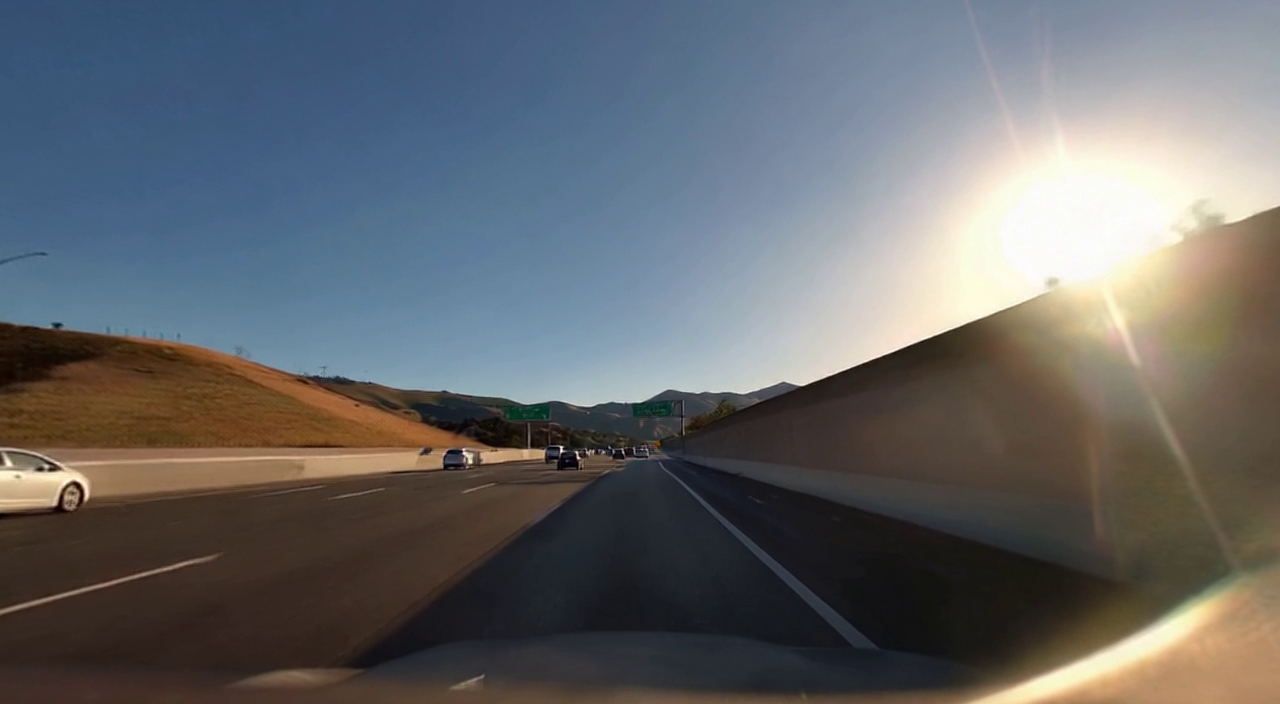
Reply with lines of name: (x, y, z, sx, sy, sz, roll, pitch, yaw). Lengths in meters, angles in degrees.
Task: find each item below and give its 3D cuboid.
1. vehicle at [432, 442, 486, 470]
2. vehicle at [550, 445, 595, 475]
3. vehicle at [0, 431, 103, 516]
vehicle: (-12.167, 6.983, 42.716, 2.076, 1.766, 4.831, 0, -8, 2)
vehicle: (-3.595, 5.848, 34.341, 1.931, 1.492, 4.076, 0, -8, 1)
vehicle: (-13.307, 2.316, 12.031, 2.035, 1.630, 4.527, 0, -8, 2)
